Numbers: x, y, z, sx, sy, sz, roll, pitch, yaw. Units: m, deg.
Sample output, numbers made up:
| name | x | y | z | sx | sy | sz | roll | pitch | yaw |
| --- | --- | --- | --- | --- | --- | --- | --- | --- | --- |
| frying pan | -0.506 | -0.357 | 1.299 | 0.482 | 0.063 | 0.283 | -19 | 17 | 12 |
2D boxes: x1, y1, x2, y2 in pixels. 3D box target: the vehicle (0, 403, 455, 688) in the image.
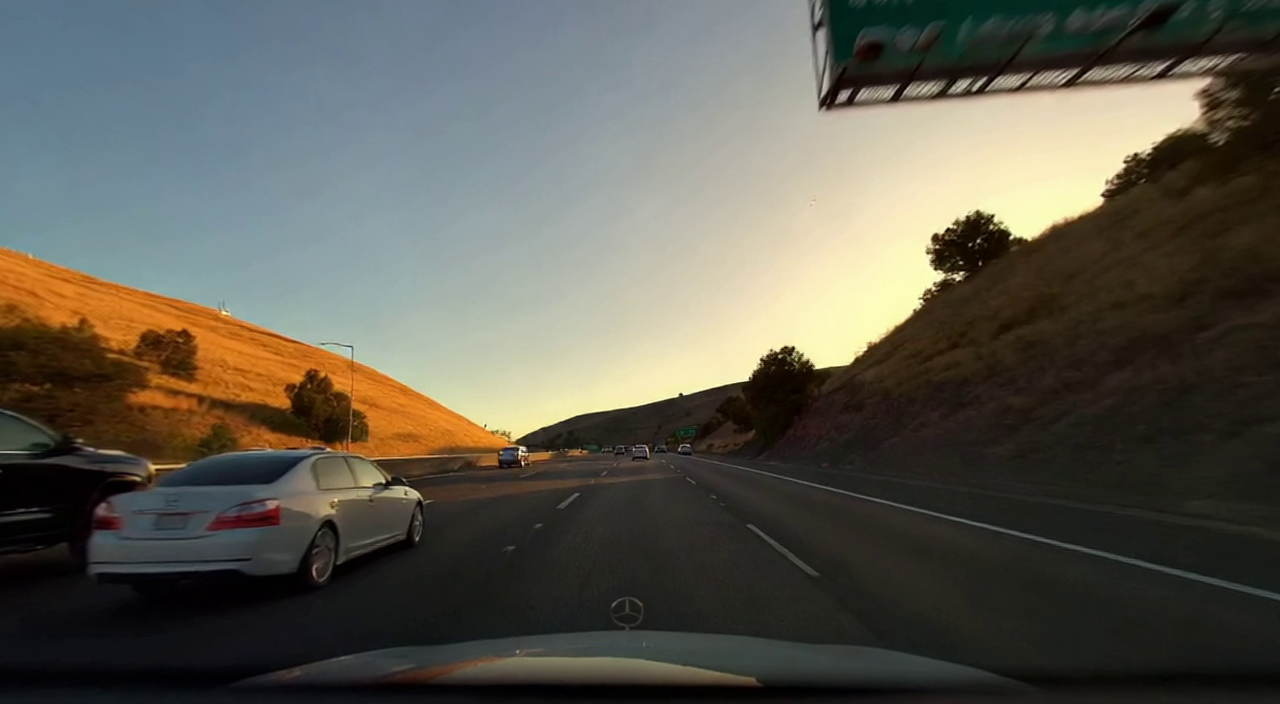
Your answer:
| name | x | y | z | sx | sy | sz | roll | pitch | yaw |
| --- | --- | --- | --- | --- | --- | --- | --- | --- | --- |
| vehicle | -3.497 | 1.399 | 5.808 | 2.091 | 1.552 | 4.516 | 0 | -8 | 2 |

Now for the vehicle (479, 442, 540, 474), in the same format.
| name | x | y | z | sx | sy | sz | roll | pitch | yaw |
| --- | --- | --- | --- | --- | --- | --- | --- | --- | --- |
| vehicle | -6.800 | 5.576 | 33.503 | 2.047 | 1.532 | 4.980 | 0 | -8 | 1 |
